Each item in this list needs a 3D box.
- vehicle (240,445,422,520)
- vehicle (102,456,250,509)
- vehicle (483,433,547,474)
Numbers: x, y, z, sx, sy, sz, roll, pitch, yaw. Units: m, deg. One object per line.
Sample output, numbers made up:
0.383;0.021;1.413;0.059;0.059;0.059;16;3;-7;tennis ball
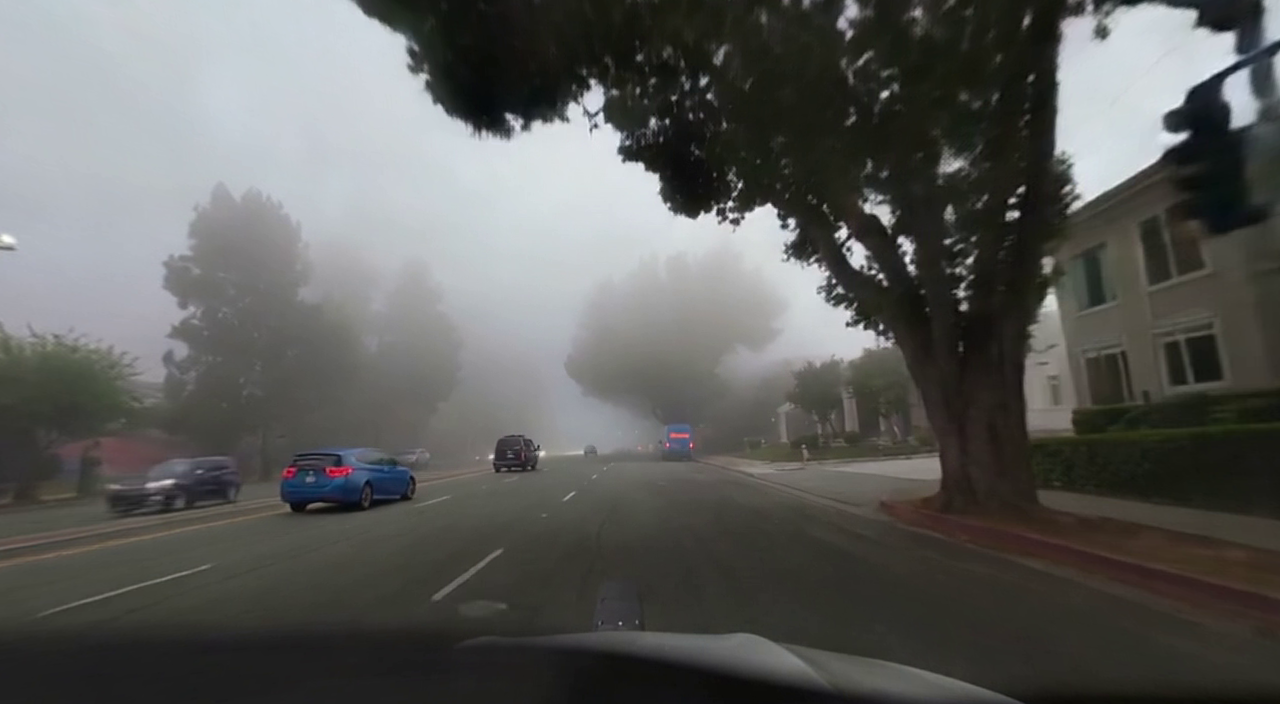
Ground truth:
-6.900;2.933;14.780;1.970;1.456;4.441;0;-9;1;vehicle
-15.183;4.249;20.993;1.854;1.497;3.998;0;-9;0;vehicle
-6.819;5.636;35.261;2.332;2.039;5.678;0;-9;1;vehicle
